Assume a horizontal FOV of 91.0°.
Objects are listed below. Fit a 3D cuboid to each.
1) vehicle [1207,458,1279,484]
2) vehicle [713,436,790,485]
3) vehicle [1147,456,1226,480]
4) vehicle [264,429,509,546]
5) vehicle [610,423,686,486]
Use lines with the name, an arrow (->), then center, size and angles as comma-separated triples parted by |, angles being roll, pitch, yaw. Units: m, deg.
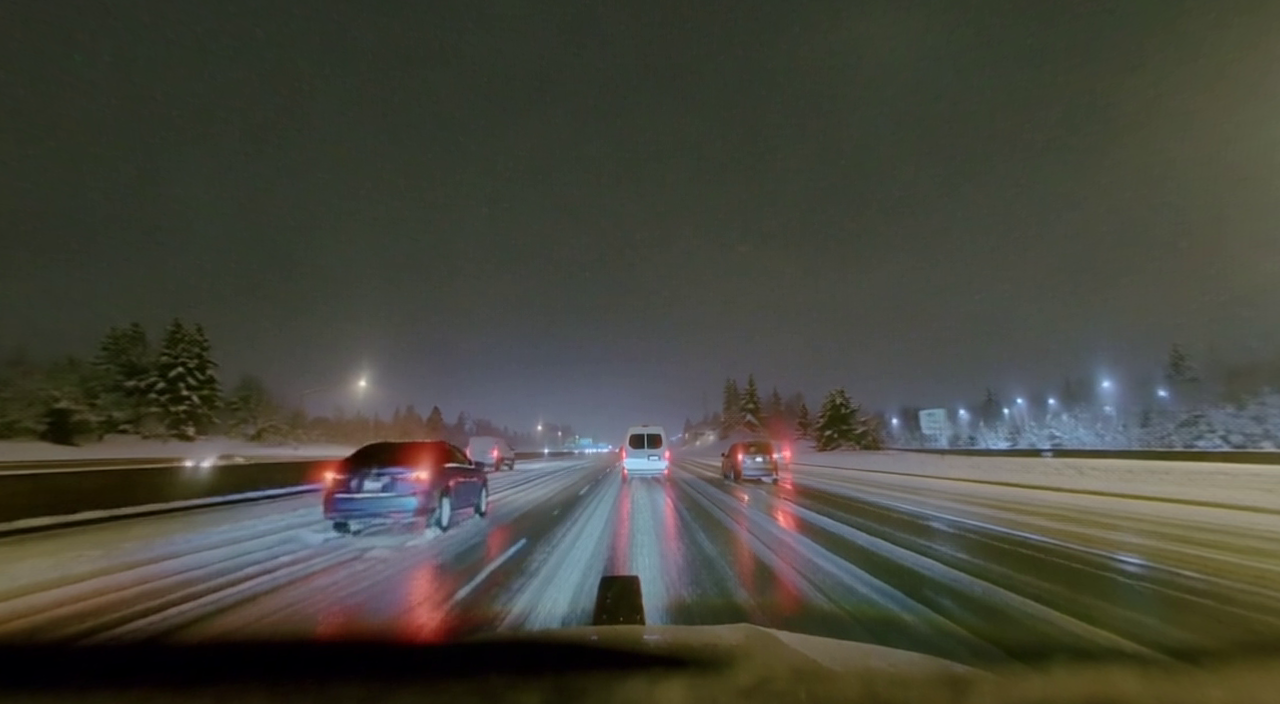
vehicle -> 37.424, 7.261, 38.396 | 3.668, 1.460, 1.751 | -1, -9, 11
vehicle -> 4.127, 4.120, 24.144 | 2.146, 1.678, 4.489 | 0, -9, 0
vehicle -> 37.936, 8.067, 43.745 | 3.659, 1.460, 1.731 | -3, -8, 6
vehicle -> -3.890, 2.173, 10.856 | 2.173, 1.542, 4.781 | 0, -9, 1
vehicle -> 0.248, 3.736, 23.169 | 2.509, 2.062, 4.639 | 0, -9, 0
